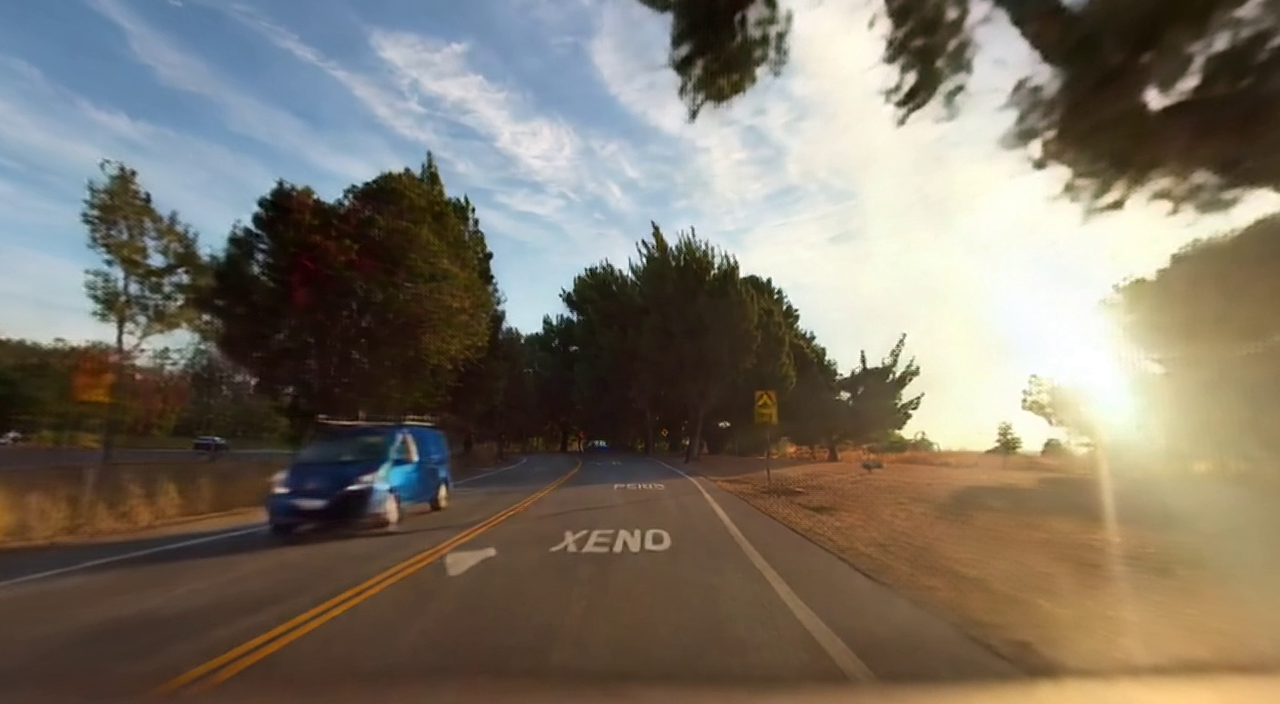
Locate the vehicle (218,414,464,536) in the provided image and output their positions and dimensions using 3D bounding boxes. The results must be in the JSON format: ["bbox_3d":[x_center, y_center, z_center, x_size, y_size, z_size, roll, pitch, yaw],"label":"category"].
[{"bbox_3d":[-5.563,2.389,12.974,2.394,1.900,5.863,0,-8,-2],"label":"vehicle"}]
